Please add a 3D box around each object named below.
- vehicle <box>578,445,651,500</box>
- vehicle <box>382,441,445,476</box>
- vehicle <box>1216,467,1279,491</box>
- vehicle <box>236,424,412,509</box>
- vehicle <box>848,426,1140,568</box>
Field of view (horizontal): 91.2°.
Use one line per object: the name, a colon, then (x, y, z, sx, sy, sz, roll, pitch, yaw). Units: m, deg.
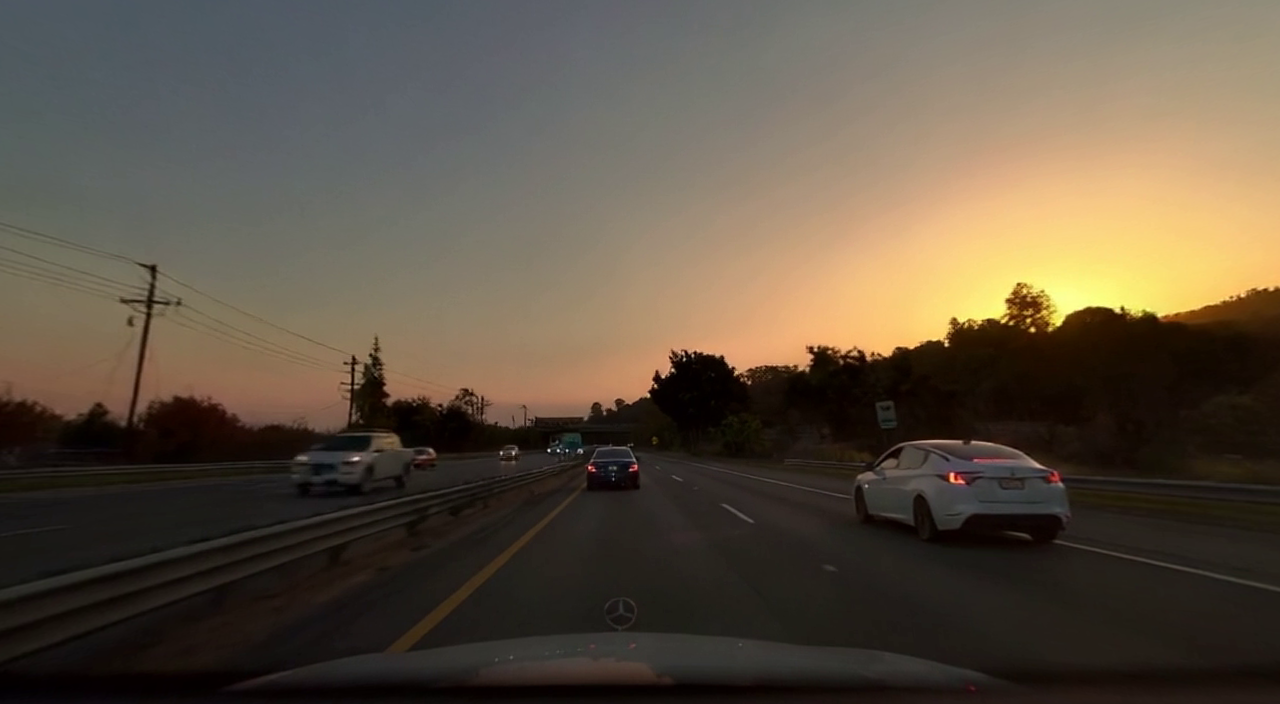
vehicle: (-0.744, 3.646, 19.364, 2.013, 1.479, 4.169, 0, -9, -1)
vehicle: (-12.719, 5.998, 35.541, 2.045, 1.807, 4.241, 0, -9, -1)
vehicle: (43.118, 8.864, 43.943, 1.775, 1.512, 3.972, -1, -9, 4)
vehicle: (-8.243, 3.040, 17.085, 2.126, 1.921, 5.104, 0, -9, 0)
vehicle: (4.571, 1.902, 8.901, 1.910, 1.554, 3.718, 0, -9, -1)
